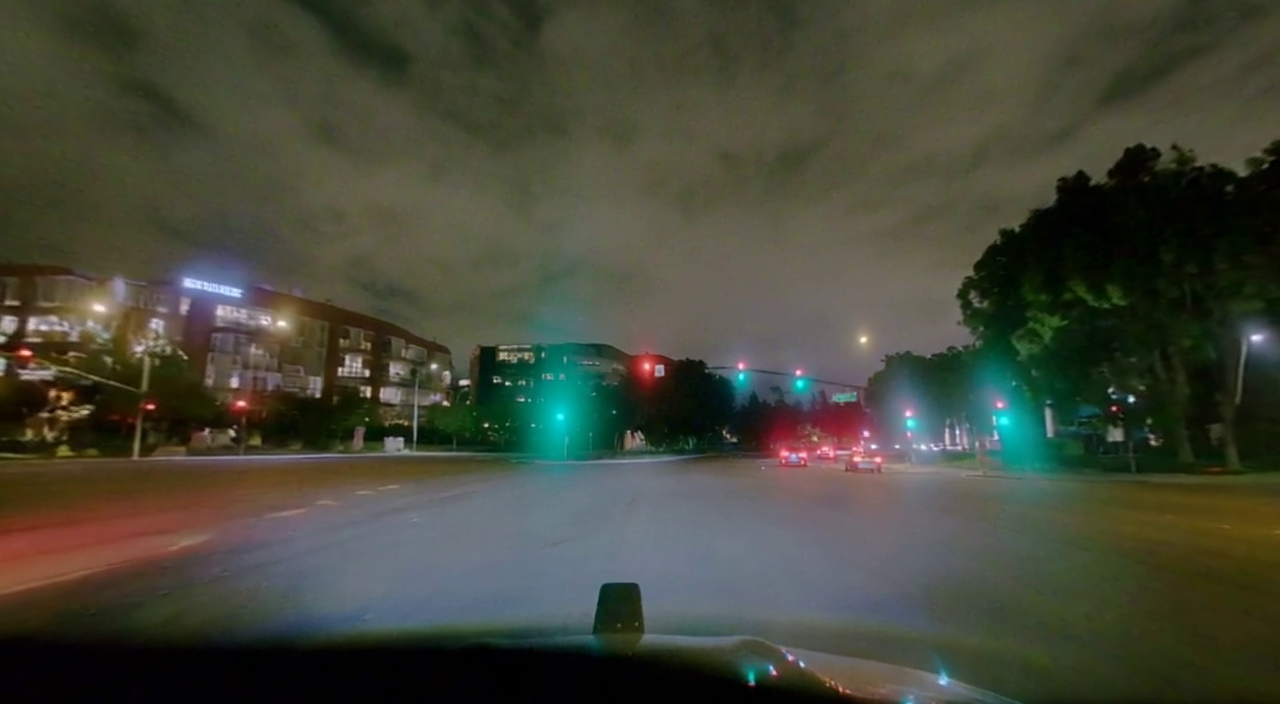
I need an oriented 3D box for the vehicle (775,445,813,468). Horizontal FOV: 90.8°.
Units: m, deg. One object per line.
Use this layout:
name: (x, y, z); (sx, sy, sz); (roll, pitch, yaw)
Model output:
vehicle: (10.339, 7.003, 42.722); (1.988, 1.460, 3.996); (-1, -9, 7)
